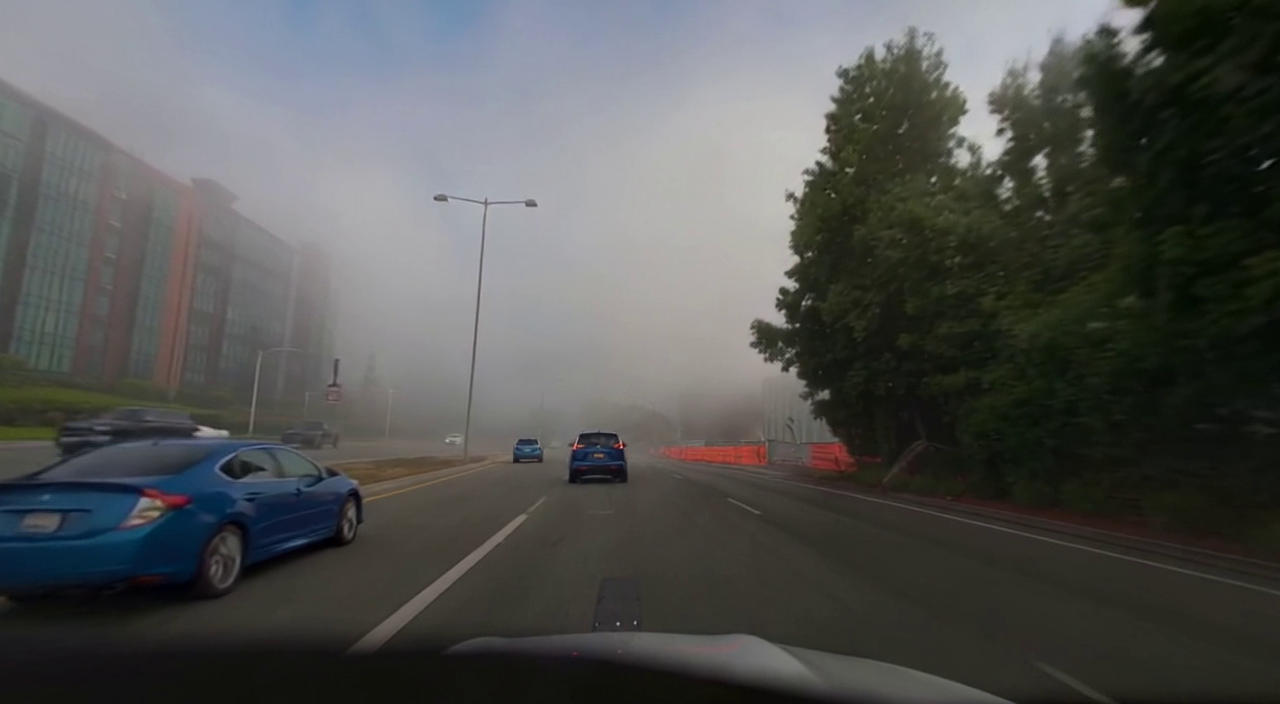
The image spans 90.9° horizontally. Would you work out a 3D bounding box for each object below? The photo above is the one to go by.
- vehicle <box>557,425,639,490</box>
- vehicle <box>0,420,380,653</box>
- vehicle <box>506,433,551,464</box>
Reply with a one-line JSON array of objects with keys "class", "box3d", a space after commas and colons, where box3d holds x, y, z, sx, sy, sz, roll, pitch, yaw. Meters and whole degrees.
[{"class": "vehicle", "box3d": [-1.060, 2.695, 16.489, 1.913, 1.499, 3.581, 0, -8, -3]}, {"class": "vehicle", "box3d": [-4.175, 1.392, 5.891, 1.848, 1.406, 4.013, 0, -8, -1]}, {"class": "vehicle", "box3d": [-5.672, 4.950, 32.533, 1.888, 1.486, 4.310, 1, -8, -5]}]
